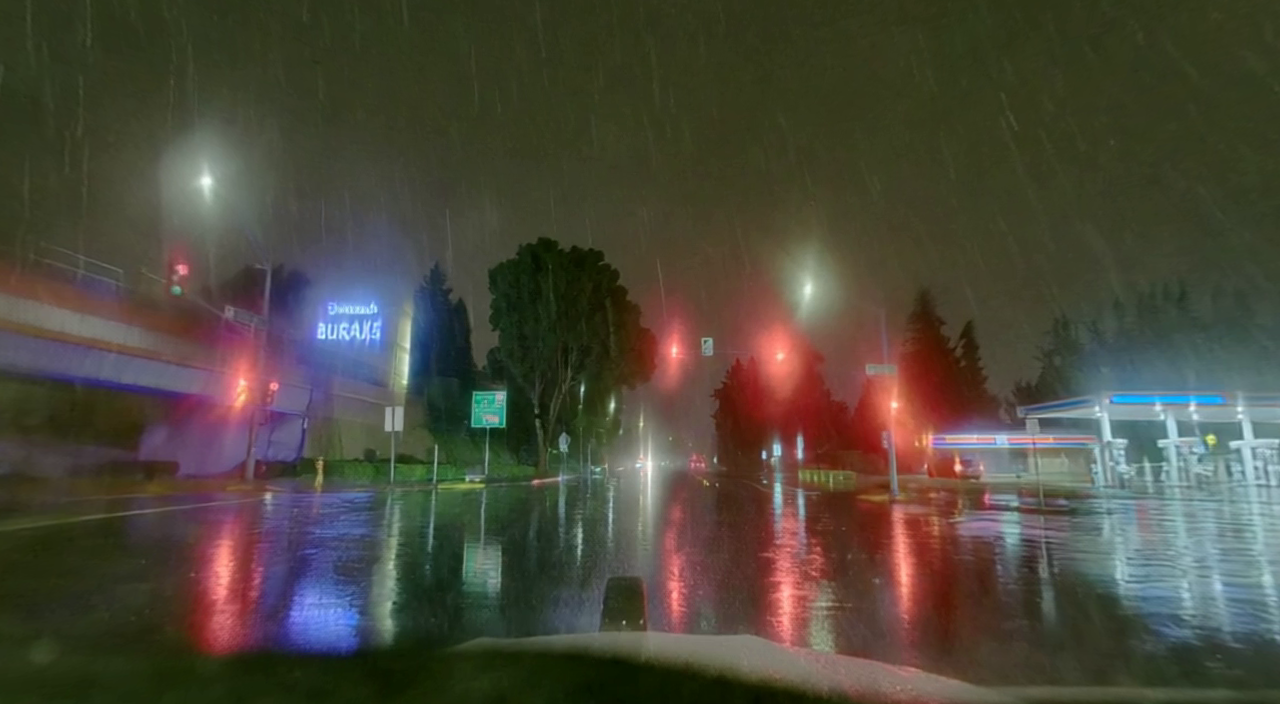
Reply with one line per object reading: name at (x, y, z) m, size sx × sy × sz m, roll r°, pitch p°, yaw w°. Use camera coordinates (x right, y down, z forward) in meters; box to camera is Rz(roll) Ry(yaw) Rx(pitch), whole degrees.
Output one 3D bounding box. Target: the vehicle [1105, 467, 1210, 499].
vehicle at (28.028, 7.072, 34.347) m, size 1.897 × 1.466 × 4.211 m, roll 1°, pitch -8°, yaw -6°
